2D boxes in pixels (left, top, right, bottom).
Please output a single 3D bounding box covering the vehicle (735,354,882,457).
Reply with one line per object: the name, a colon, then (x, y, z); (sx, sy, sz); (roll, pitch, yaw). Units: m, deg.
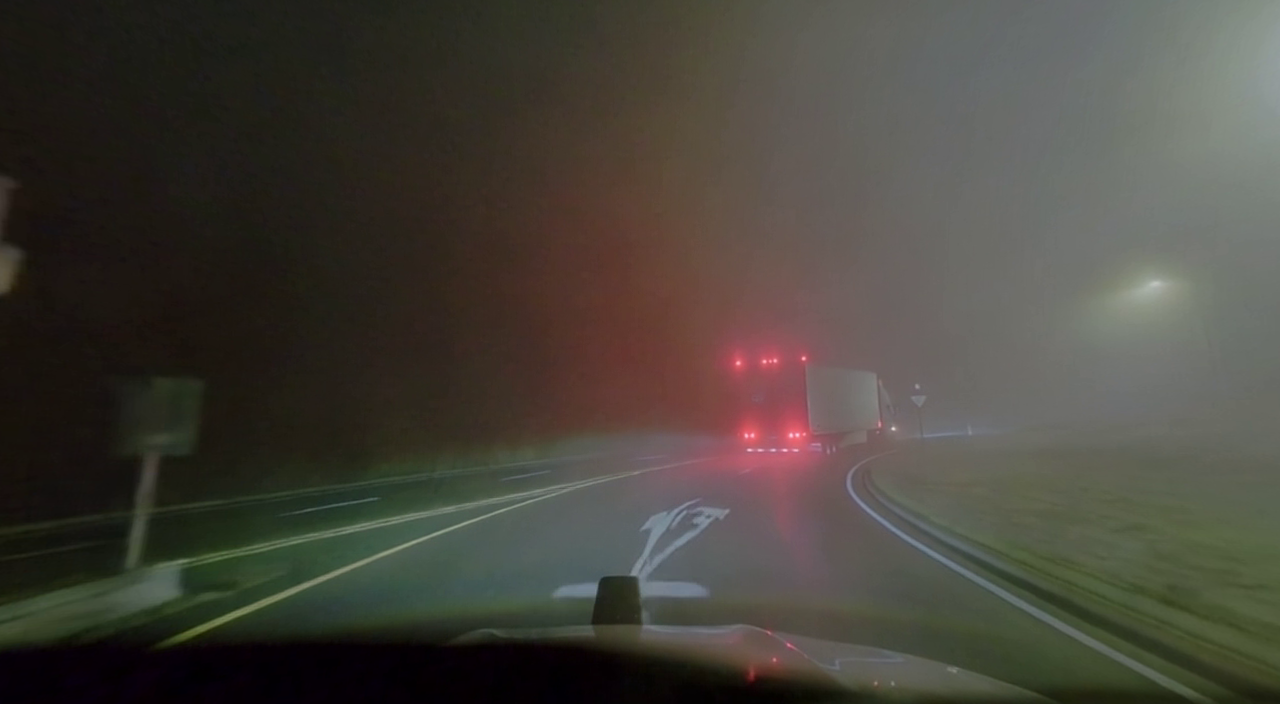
vehicle: (7.841, 2.596, 27.766); (2.837, 3.712, 10.484); (-5, -9, 34)
